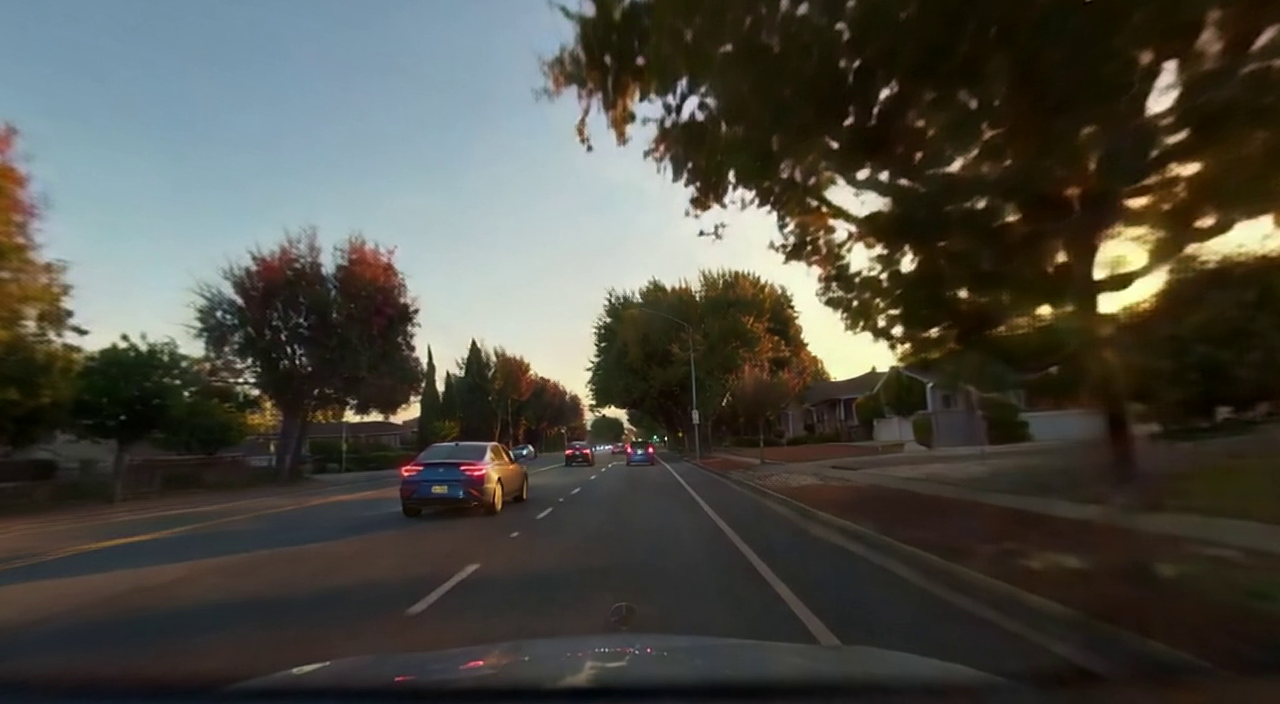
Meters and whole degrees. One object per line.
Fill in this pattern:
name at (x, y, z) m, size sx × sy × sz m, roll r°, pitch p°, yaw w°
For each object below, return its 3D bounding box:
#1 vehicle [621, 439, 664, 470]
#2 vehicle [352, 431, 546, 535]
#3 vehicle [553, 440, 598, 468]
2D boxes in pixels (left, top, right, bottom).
vehicle at (0.123, 5.214, 32.146) m, size 2.065 × 1.456 × 4.099 m, roll 0°, pitch -8°, yaw 0°
vehicle at (-3.064, 2.206, 11.249) m, size 2.030 × 1.467 × 4.403 m, roll 0°, pitch -8°, yaw 1°
vehicle at (-3.560, 5.698, 35.353) m, size 2.114 × 1.500 × 3.912 m, roll 0°, pitch -8°, yaw 0°
